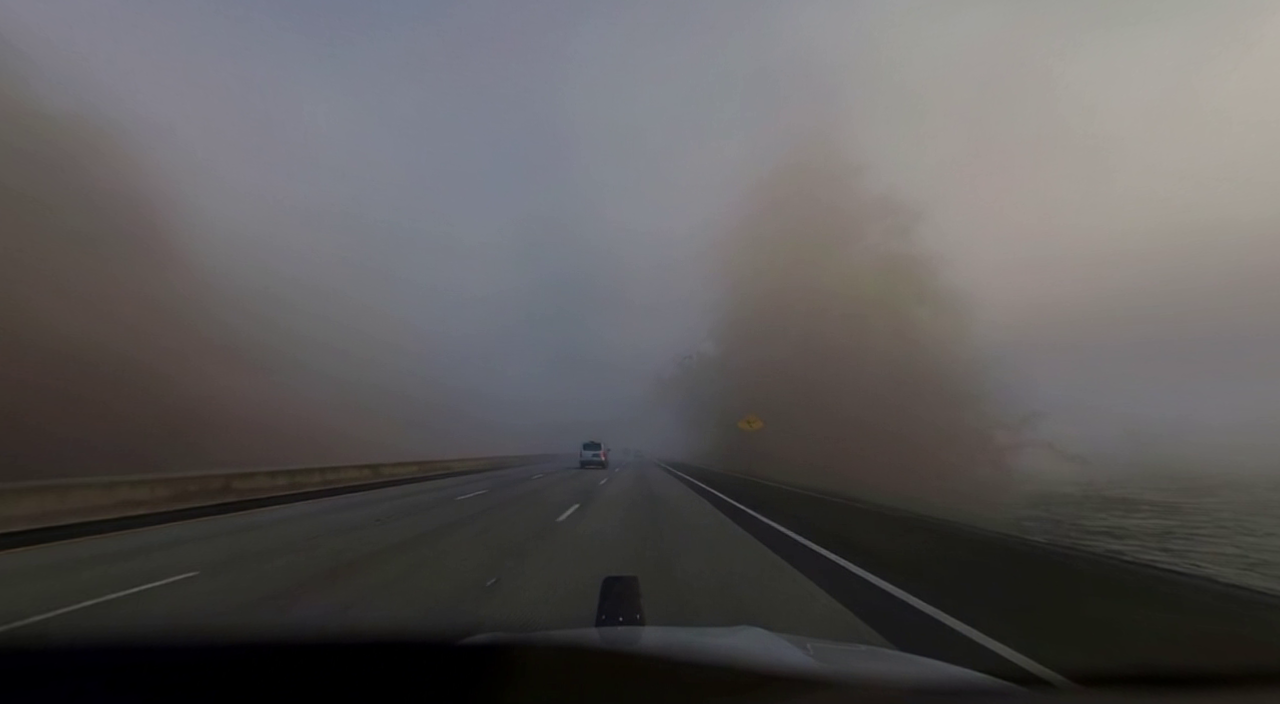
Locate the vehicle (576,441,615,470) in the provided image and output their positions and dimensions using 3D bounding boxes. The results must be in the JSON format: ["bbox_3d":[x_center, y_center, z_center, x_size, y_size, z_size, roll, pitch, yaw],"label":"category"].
[{"bbox_3d":[-3.129,7.416,45.483,2.349,1.973,5.419,0,-9,0],"label":"vehicle"}]
